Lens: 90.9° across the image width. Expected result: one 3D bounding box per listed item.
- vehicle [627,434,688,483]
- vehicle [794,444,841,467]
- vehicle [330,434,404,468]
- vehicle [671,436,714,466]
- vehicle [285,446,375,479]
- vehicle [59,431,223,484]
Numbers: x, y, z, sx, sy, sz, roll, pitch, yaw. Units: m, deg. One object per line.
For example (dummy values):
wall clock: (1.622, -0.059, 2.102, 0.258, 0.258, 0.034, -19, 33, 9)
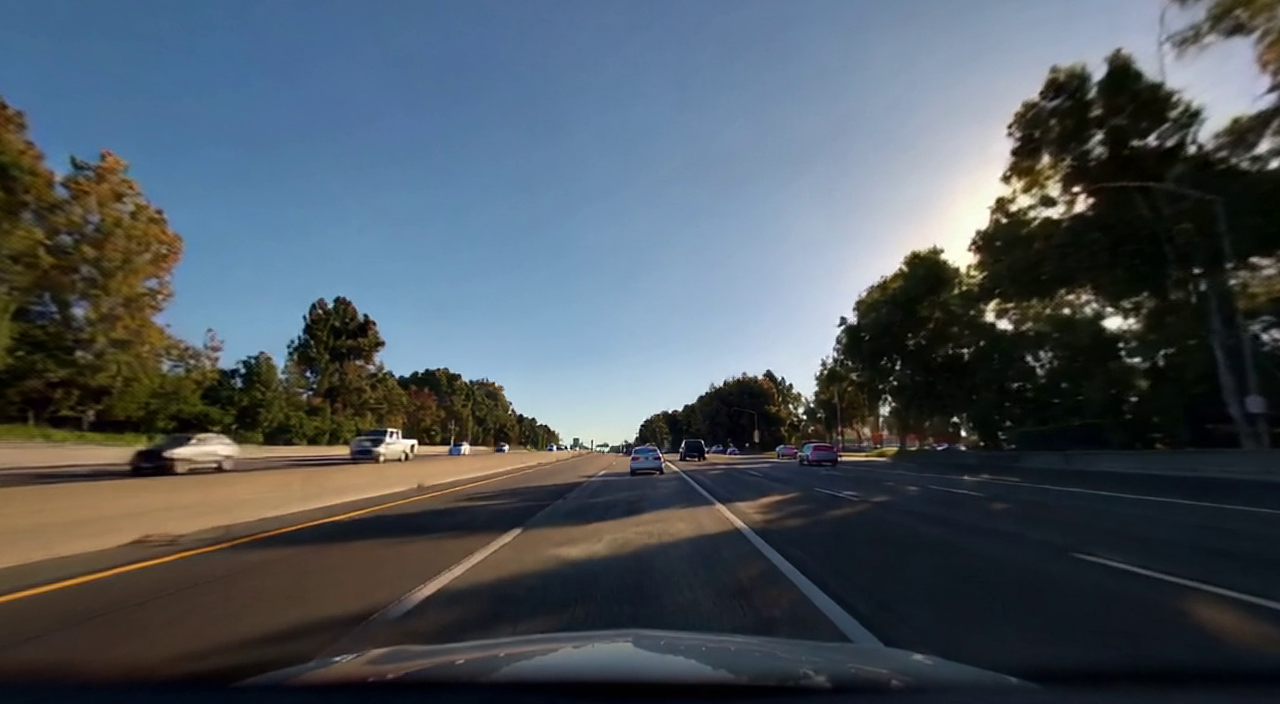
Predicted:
vehicle: (0.573, 4.137, 24.720, 2.105, 1.711, 4.293, 0, -8, -2)
vehicle: (11.917, 6.976, 42.608, 1.872, 1.459, 4.502, 0, -8, 1)
vehicle: (-18.206, 6.640, 42.478, 2.375, 2.048, 5.835, 0, -8, 0)
vehicle: (3.683, 7.144, 45.555, 2.505, 2.020, 5.532, 0, -8, -1)
vehicle: (-14.045, 5.008, 28.917, 1.853, 1.369, 4.413, 0, -8, 1)
vehicle: (-18.424, 3.920, 23.694, 2.118, 1.761, 4.873, 0, -8, 0)
